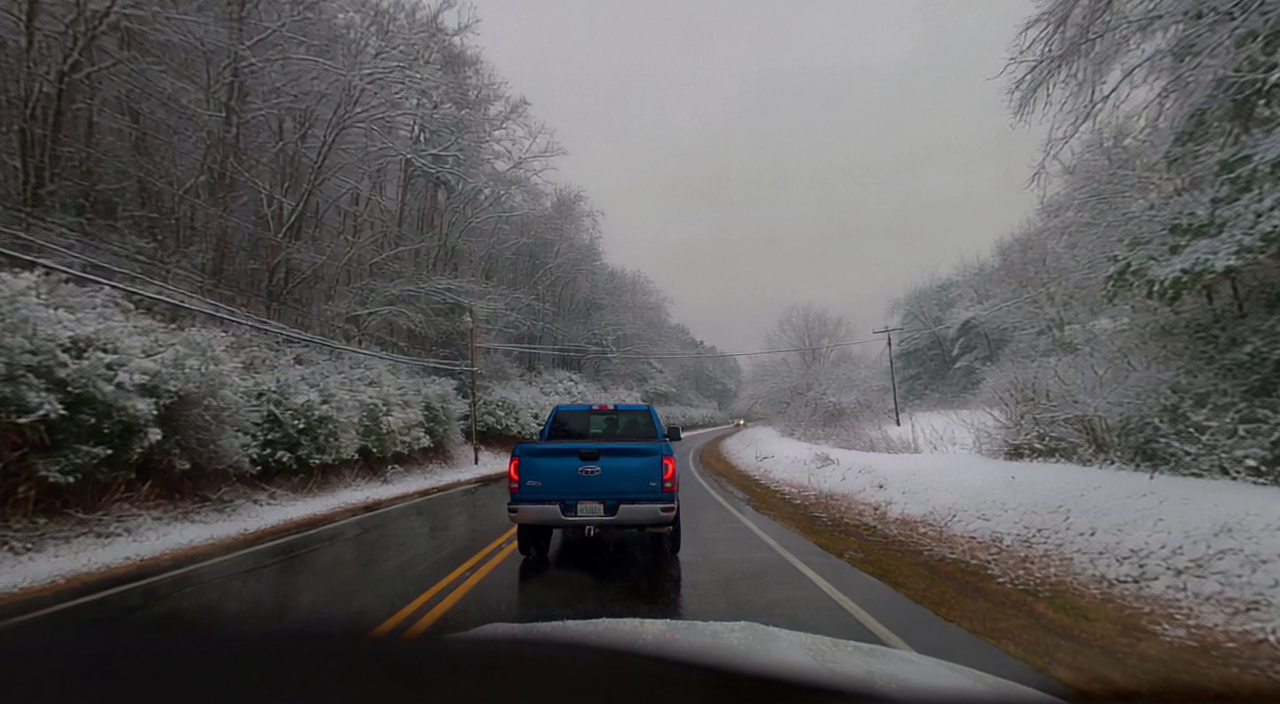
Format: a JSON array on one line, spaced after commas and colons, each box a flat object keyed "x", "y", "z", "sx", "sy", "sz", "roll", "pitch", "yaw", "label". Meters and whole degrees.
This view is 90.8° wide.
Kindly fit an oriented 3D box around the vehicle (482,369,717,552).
[{"x": -0.529, "y": 1.748, "z": 10.715, "sx": 2.837, "sy": 2.223, "sz": 5.885, "roll": 0, "pitch": -8, "yaw": -1, "label": "vehicle"}]
